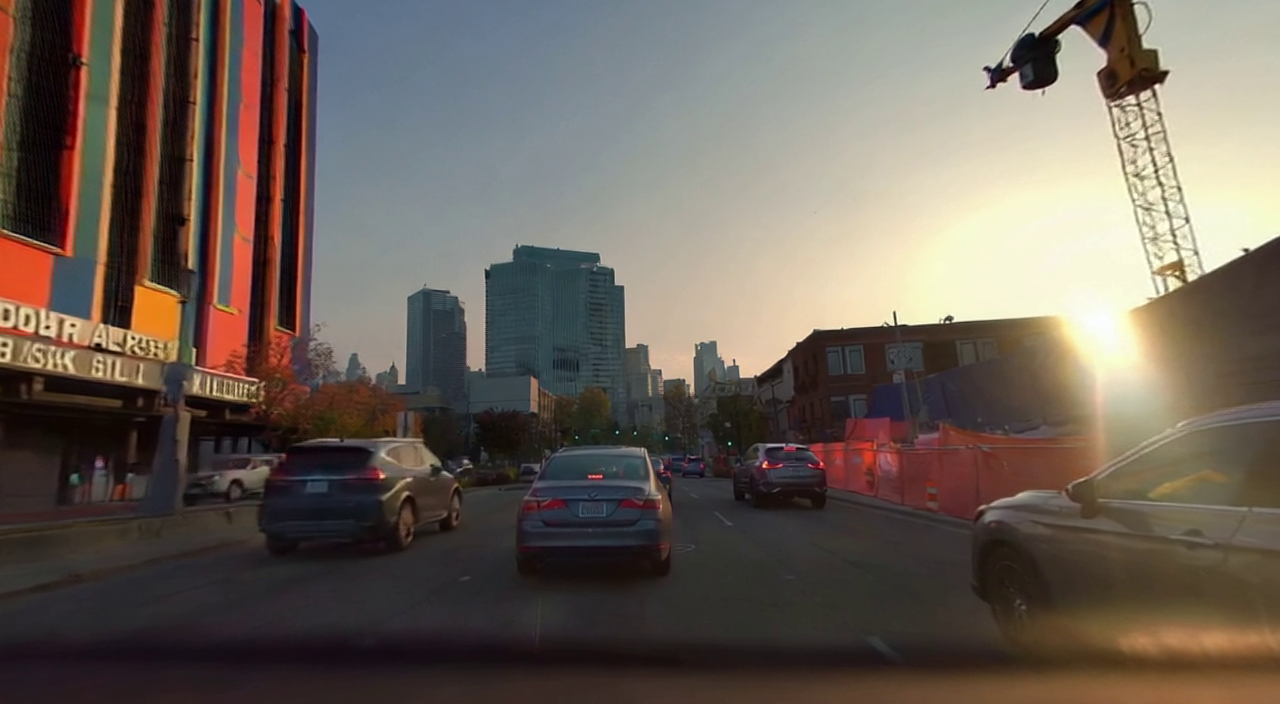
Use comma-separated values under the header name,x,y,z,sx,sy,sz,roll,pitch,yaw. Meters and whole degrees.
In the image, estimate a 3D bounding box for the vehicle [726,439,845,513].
name,x,y,z,sx,sy,sz,roll,pitch,yaw
vehicle,3.937,3.440,18.152,2.185,1.797,4.934,0,-9,-1

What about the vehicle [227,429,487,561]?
name,x,y,z,sx,sy,sz,roll,pitch,yaw
vehicle,-4.216,2.190,10.432,2.201,1.691,4.305,0,-9,1

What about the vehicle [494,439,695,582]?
name,x,y,z,sx,sy,sz,roll,pitch,yaw
vehicle,-0.447,2.000,8.857,2.131,1.496,4.193,0,-9,1

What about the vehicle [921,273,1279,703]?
name,x,y,z,sx,sy,sz,roll,pitch,yaw
vehicle,3.409,0.742,2.546,2.182,1.954,5.341,0,-9,2

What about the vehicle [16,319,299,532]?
name,x,y,z,sx,sy,sz,roll,pitch,yaw
vehicle,-9.109,1.476,12.457,2.592,3.548,3.414,-2,-9,3
